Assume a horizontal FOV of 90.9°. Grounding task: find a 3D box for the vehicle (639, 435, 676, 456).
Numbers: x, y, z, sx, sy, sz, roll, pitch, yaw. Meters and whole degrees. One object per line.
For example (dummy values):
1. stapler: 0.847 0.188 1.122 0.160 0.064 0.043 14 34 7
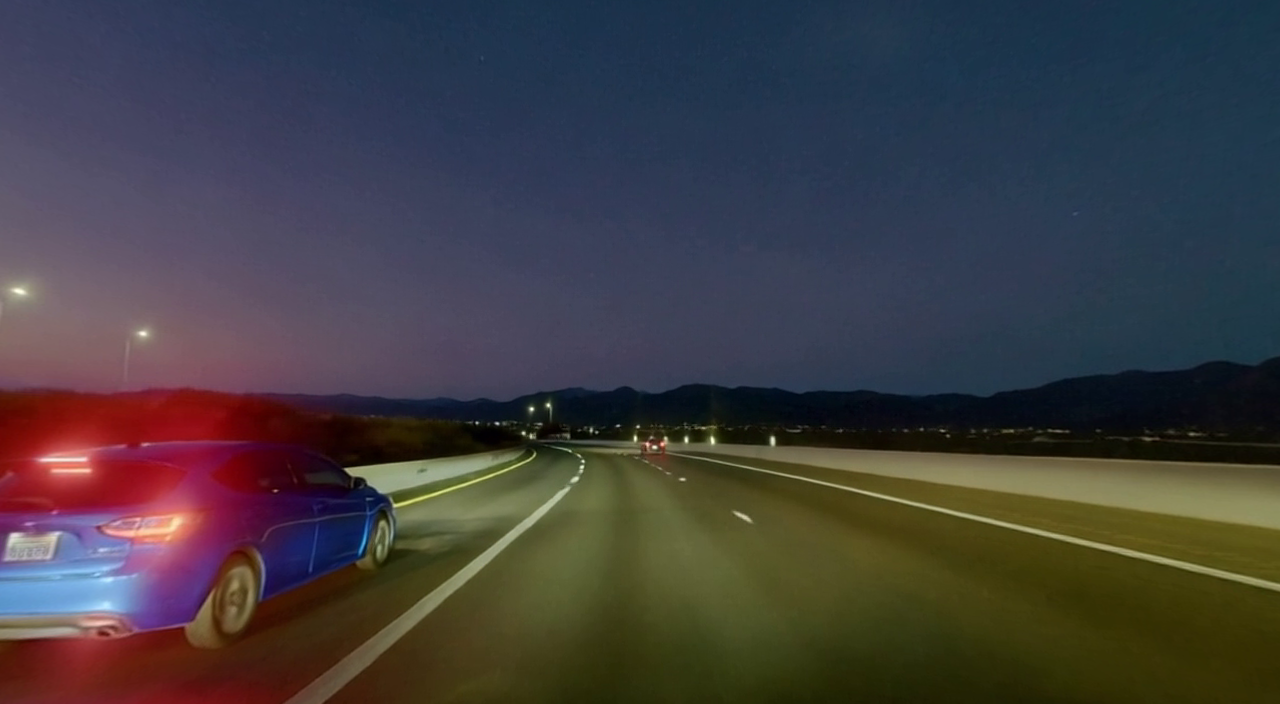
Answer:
1. vehicle: 1.202 6.890 46.350 1.985 1.440 4.466 1 -8 -8
